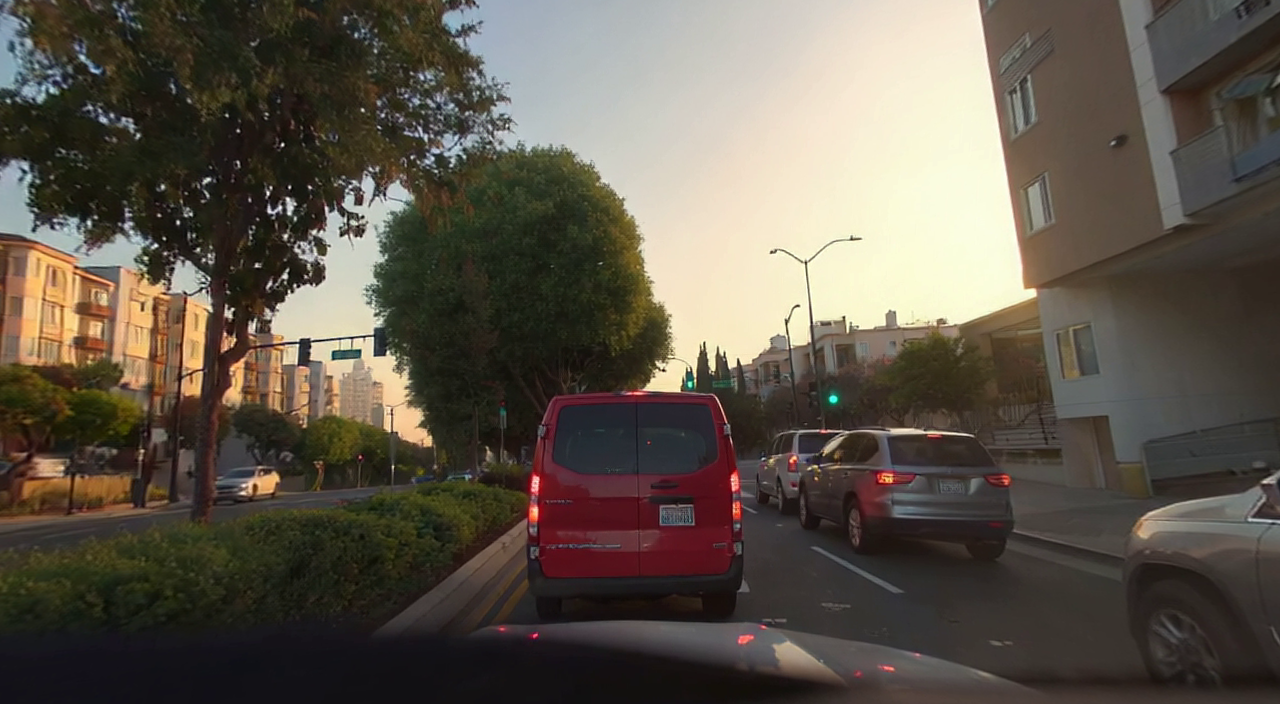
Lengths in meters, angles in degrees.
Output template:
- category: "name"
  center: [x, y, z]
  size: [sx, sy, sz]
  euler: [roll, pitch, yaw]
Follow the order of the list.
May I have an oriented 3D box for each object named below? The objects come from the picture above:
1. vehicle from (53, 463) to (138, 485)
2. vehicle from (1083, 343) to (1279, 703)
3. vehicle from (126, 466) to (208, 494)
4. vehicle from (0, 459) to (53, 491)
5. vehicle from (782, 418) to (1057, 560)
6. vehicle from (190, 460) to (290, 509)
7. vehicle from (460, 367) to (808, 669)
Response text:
- category: "vehicle"
  center: [-38.483, 8.633, 44.619]
  size: [4.396, 1.458, 1.809]
  euler: [-1, -9, 2]
- category: "vehicle"
  center: [3.805, 0.695, 1.742]
  size: [2.157, 1.748, 4.130]
  euler: [0, -9, 1]
- category: "vehicle"
  center: [-33.322, 9.056, 44.507]
  size: [4.292, 1.492, 1.772]
  euler: [-6, -14, -1]
- category: "vehicle"
  center: [-35.493, 6.845, 35.135]
  size: [3.843, 1.680, 1.782]
  euler: [-1, -9, 4]
- category: "vehicle"
  center: [3.917, 2.004, 10.020]
  size: [2.061, 1.676, 4.734]
  euler: [0, -9, -2]
- category: "vehicle"
  center: [-14.397, 4.745, 23.003]
  size: [1.852, 1.485, 4.428]
  euler: [2, -9, -16]
- category: "vehicle"
  center: [-0.032, 1.323, 6.043]
  size: [2.101, 1.828, 4.270]
  euler: [0, -9, 0]
